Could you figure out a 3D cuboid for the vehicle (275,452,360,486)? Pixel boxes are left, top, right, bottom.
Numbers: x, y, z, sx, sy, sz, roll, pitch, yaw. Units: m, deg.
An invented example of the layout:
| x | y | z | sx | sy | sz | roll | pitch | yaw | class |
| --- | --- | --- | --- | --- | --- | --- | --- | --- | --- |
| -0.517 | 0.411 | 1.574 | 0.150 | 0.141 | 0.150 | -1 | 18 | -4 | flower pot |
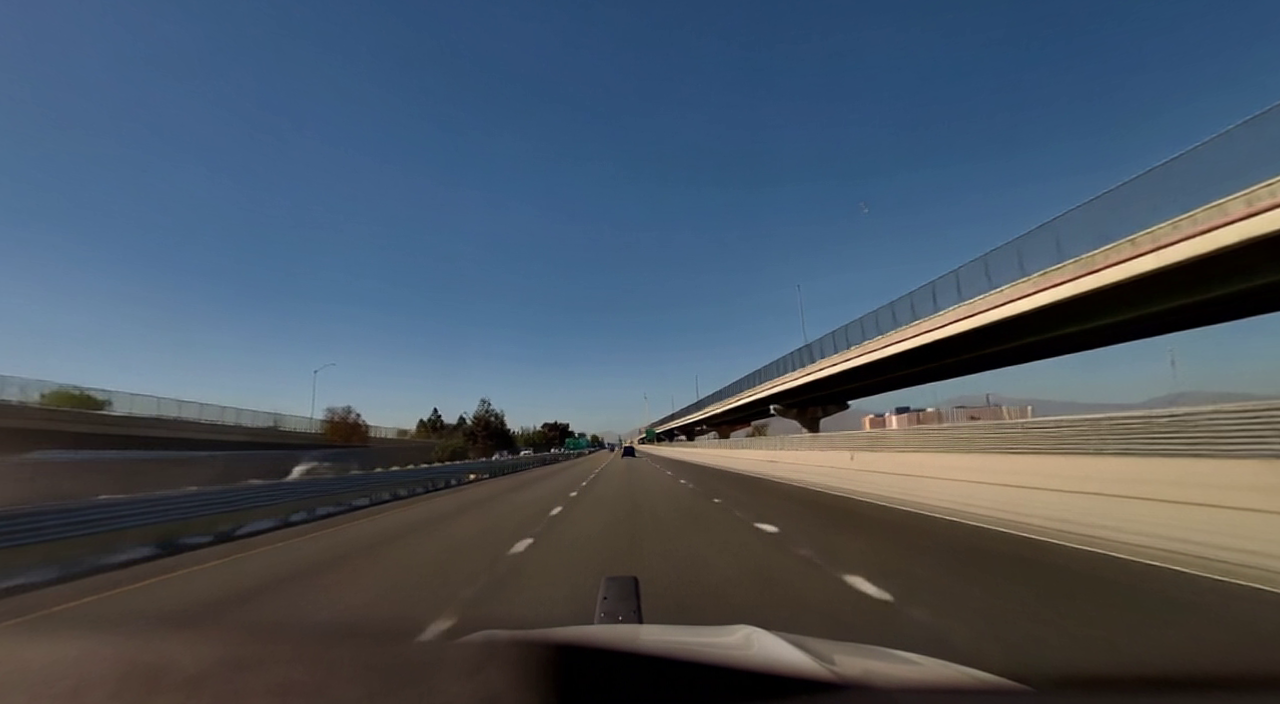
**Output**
| x | y | z | sx | sy | sz | roll | pitch | yaw | class |
| --- | --- | --- | --- | --- | --- | --- | --- | --- | --- |
| -16.925 | 6.139 | 33.267 | 2.083 | 1.657 | 4.606 | 0 | -9 | -1 | vehicle |
